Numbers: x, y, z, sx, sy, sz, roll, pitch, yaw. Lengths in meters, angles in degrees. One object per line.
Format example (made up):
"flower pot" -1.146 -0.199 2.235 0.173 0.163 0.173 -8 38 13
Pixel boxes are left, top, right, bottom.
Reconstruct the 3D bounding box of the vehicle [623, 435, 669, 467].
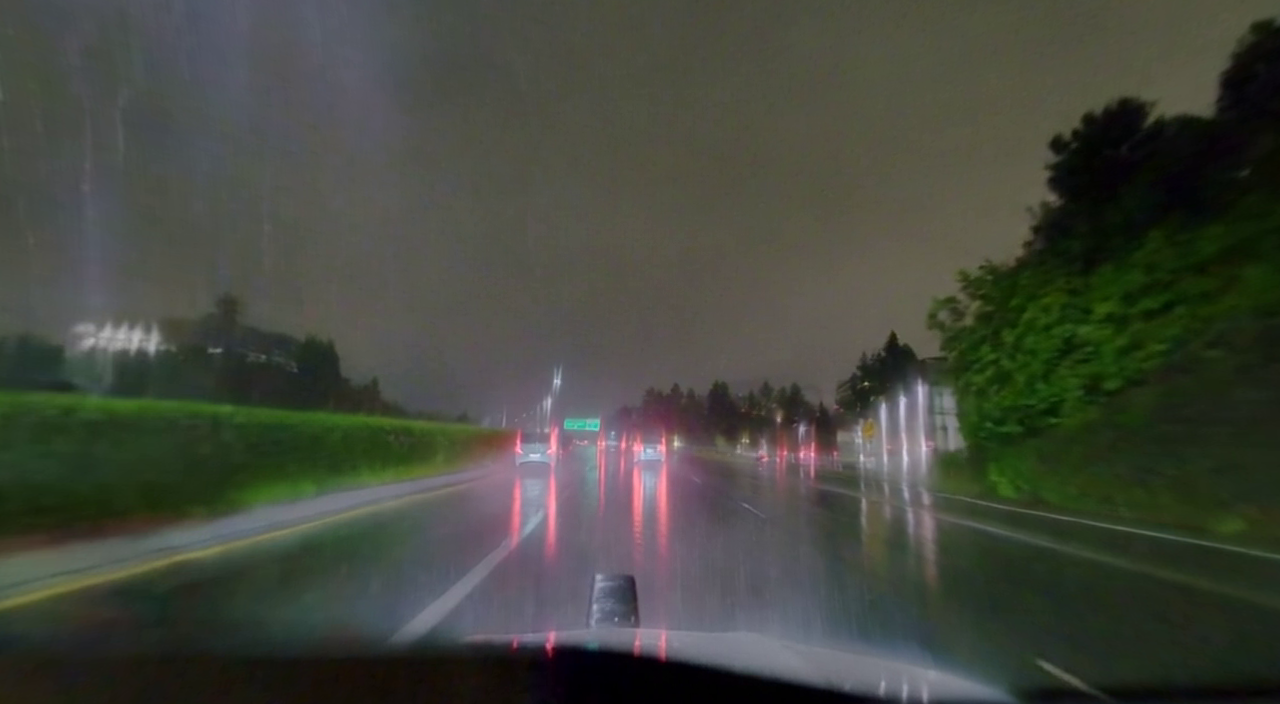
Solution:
"vehicle" 0.263 5.519 35.263 2.078 1.608 3.982 0 -8 -6

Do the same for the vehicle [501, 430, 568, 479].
"vehicle" -4.139 4.080 25.345 2.080 1.733 4.410 0 -8 -2

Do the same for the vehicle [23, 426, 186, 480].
"vehicle" -17.076 3.233 20.382 1.853 1.517 3.978 0 -8 -2
